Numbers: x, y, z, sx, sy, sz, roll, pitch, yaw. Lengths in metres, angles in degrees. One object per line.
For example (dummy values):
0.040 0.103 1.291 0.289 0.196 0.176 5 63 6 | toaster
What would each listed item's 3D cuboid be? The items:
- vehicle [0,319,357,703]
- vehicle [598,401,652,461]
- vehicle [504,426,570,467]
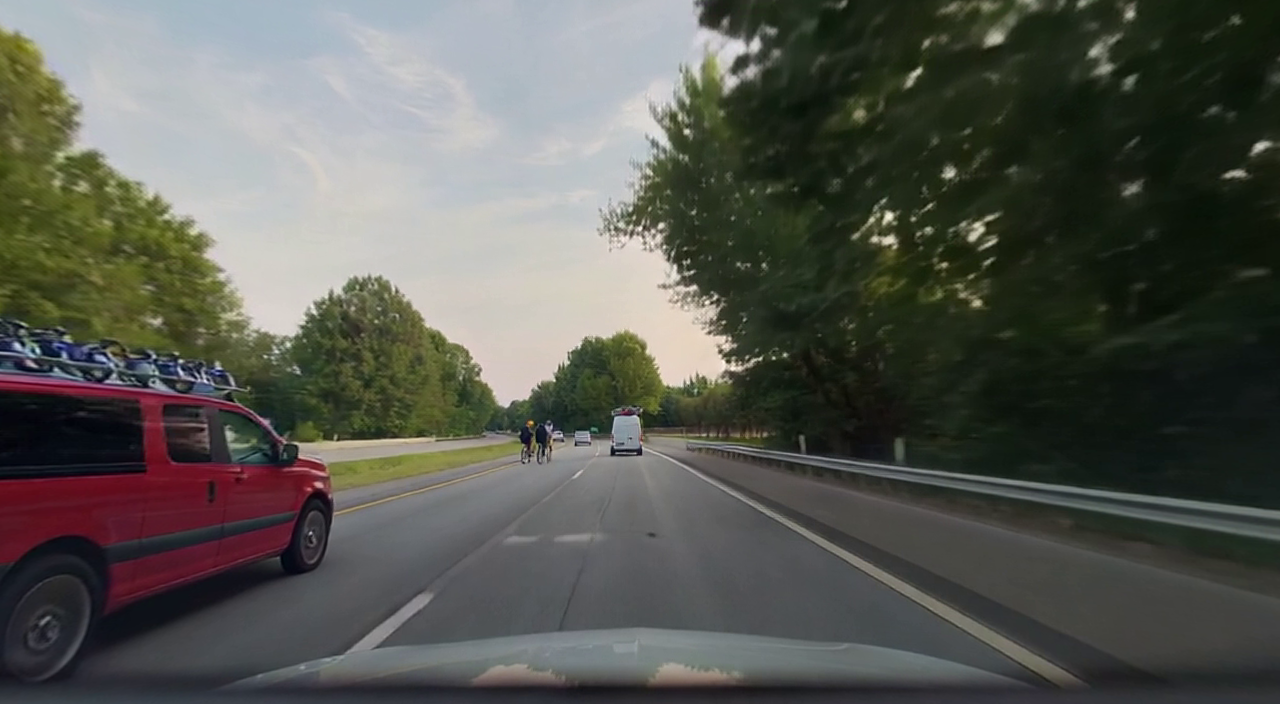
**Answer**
-3.696 0.881 3.570 2.069 1.751 4.720 0 -8 -1 | vehicle
-0.860 4.313 34.122 2.647 2.896 6.480 0 -8 -2 | vehicle
-4.333 4.058 27.236 2.110 1.636 4.453 0 -8 -1 | vehicle
